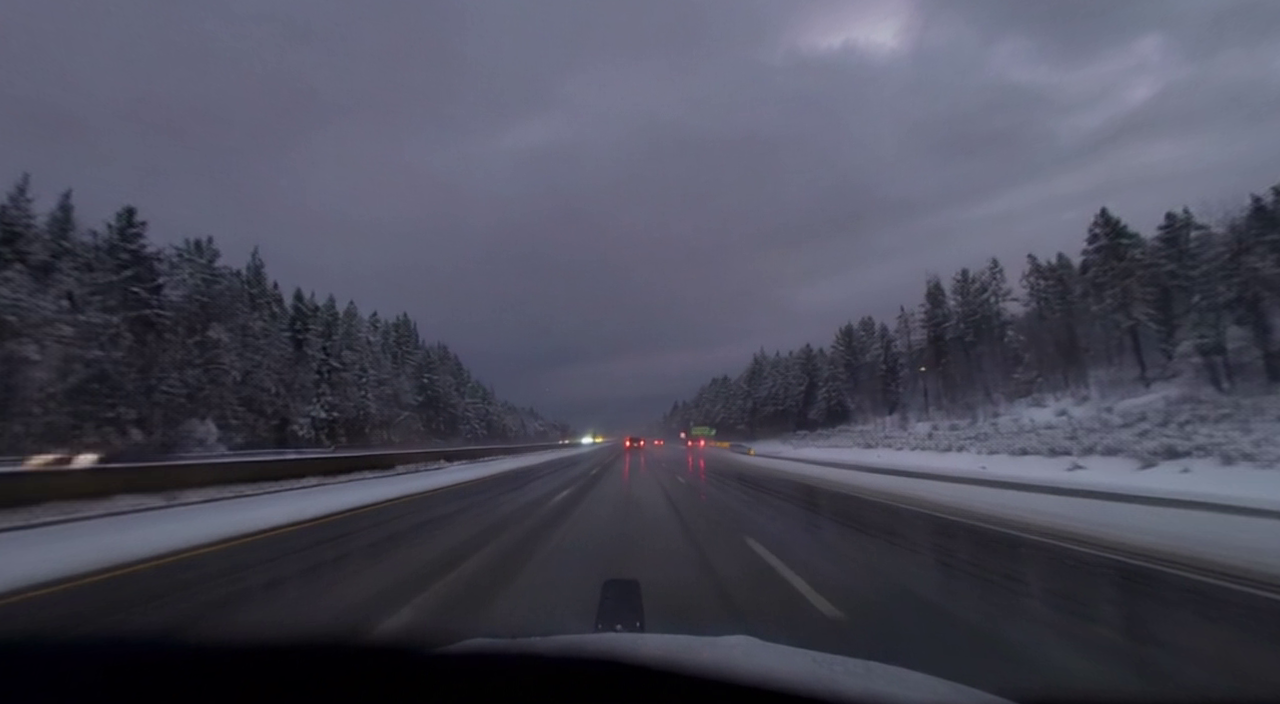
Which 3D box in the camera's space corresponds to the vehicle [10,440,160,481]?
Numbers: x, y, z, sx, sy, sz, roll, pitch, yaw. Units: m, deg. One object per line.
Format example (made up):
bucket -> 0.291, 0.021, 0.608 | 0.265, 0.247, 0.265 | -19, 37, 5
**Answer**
vehicle -> -21.929, 4.286, 25.271 | 1.960, 1.473, 4.445 | 0, -9, 0
